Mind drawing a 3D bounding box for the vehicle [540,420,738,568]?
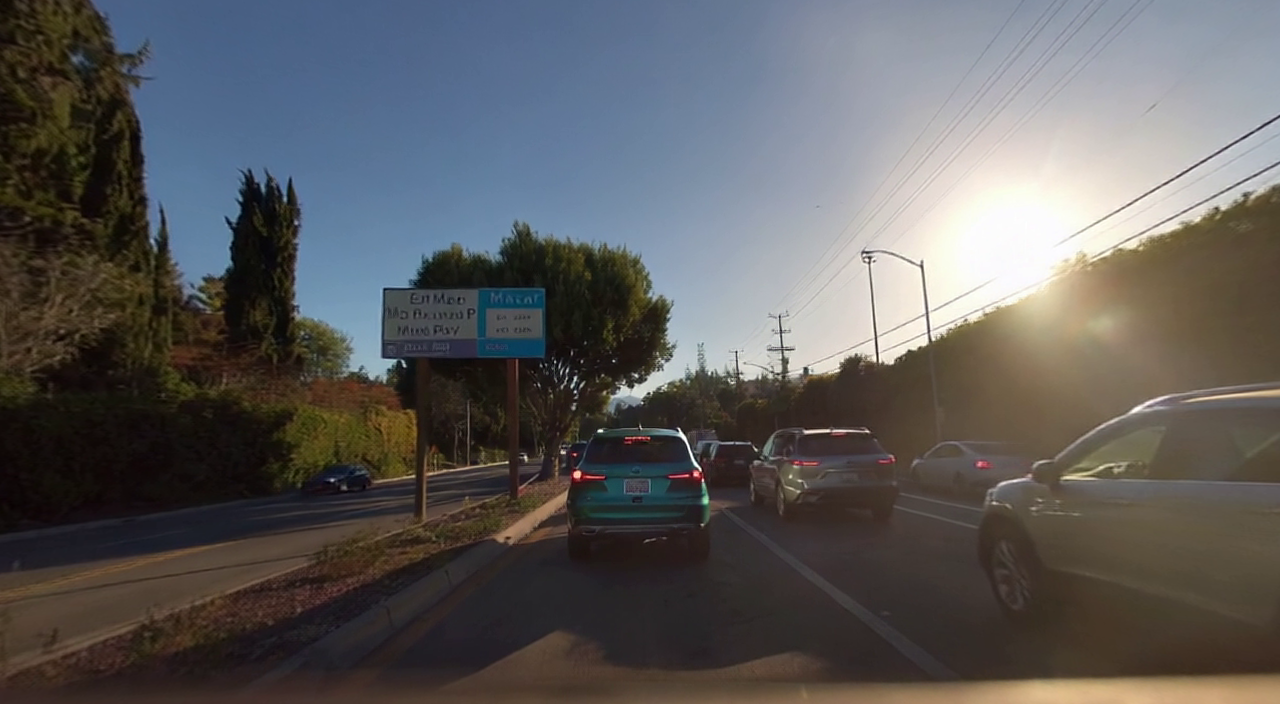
[{"bbox_3d":[-0.041,1.905,9.255,2.199,1.641,4.232,0,-8,-1],"label":"vehicle"}]

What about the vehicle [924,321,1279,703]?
[{"bbox_3d":[3.528,0.875,3.390,2.001,1.707,4.250,0,-8,0],"label":"vehicle"}]

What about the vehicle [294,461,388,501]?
[{"bbox_3d":[-13.299,5.725,28.453,1.960,1.491,4.700,0,-8,-1],"label":"vehicle"}]

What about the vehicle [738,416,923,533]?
[{"bbox_3d":[3.346,2.261,12.281,2.097,1.818,4.625,0,-8,-1],"label":"vehicle"}]
